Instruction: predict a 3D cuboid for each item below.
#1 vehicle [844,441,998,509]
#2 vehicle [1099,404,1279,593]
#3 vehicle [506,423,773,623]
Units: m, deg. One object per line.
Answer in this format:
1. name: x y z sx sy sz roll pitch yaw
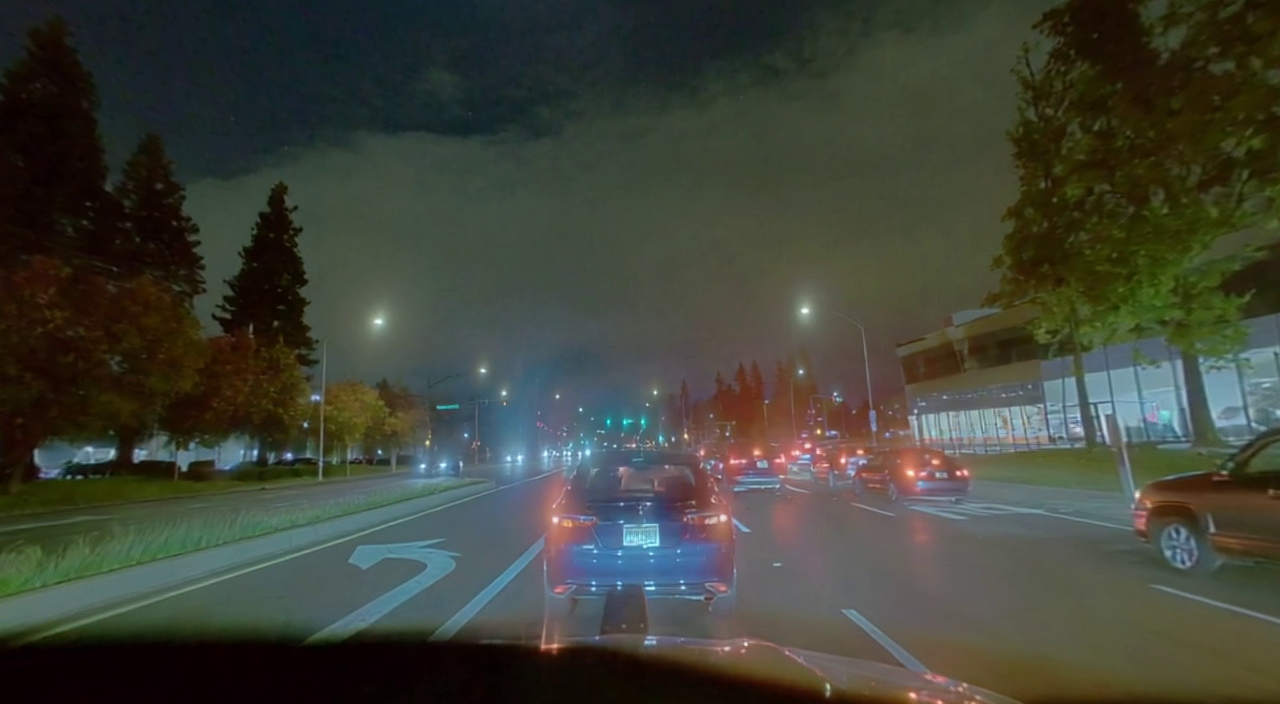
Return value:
1. vehicle: 6.917 3.040 16.136 1.911 1.468 4.417 0 -8 0
2. vehicle: 6.908 1.349 5.783 1.988 1.727 4.584 0 -8 1
3. vehicle: -0.030 1.593 6.931 1.977 1.465 4.376 0 -8 -1
